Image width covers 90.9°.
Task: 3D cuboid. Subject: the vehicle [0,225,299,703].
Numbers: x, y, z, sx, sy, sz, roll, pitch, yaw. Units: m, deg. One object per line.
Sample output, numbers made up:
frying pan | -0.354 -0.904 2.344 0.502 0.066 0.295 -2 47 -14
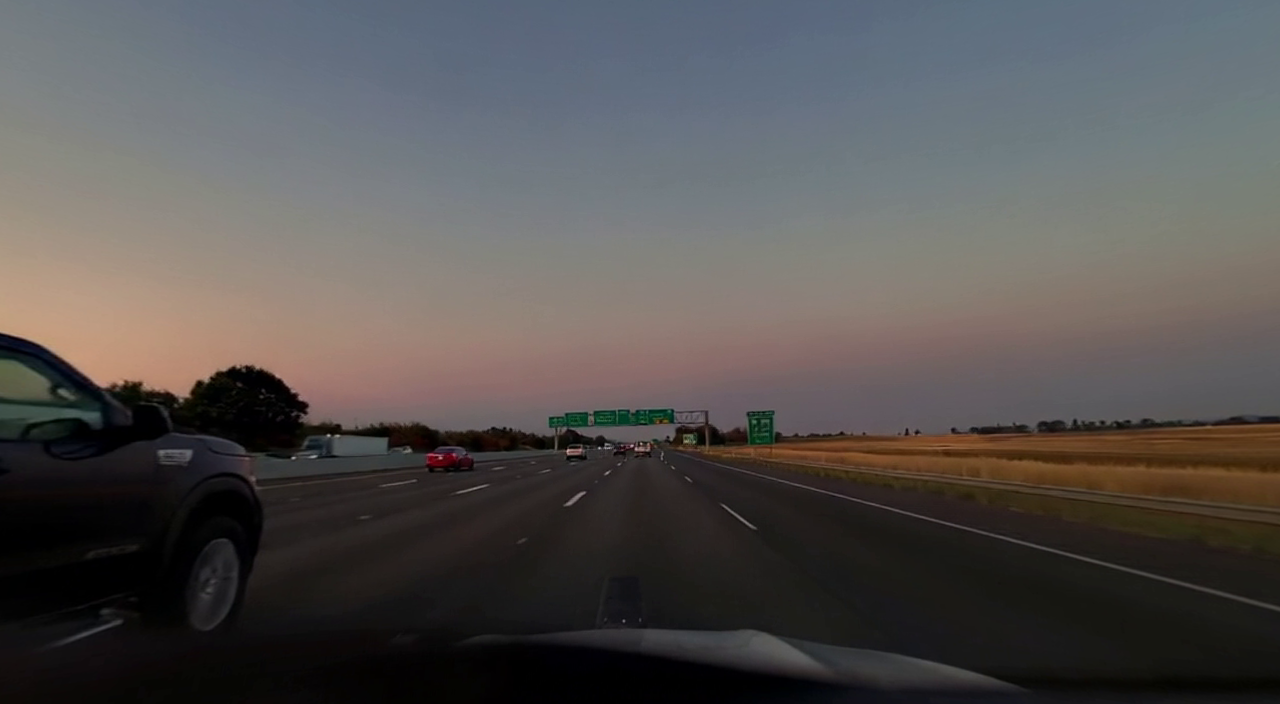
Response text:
vehicle | -3.669 0.421 1.183 2.601 2.084 6.068 0 -8 1

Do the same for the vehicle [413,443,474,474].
vehicle | -10.858 5.888 35.157 1.957 1.565 4.311 0 -8 1
